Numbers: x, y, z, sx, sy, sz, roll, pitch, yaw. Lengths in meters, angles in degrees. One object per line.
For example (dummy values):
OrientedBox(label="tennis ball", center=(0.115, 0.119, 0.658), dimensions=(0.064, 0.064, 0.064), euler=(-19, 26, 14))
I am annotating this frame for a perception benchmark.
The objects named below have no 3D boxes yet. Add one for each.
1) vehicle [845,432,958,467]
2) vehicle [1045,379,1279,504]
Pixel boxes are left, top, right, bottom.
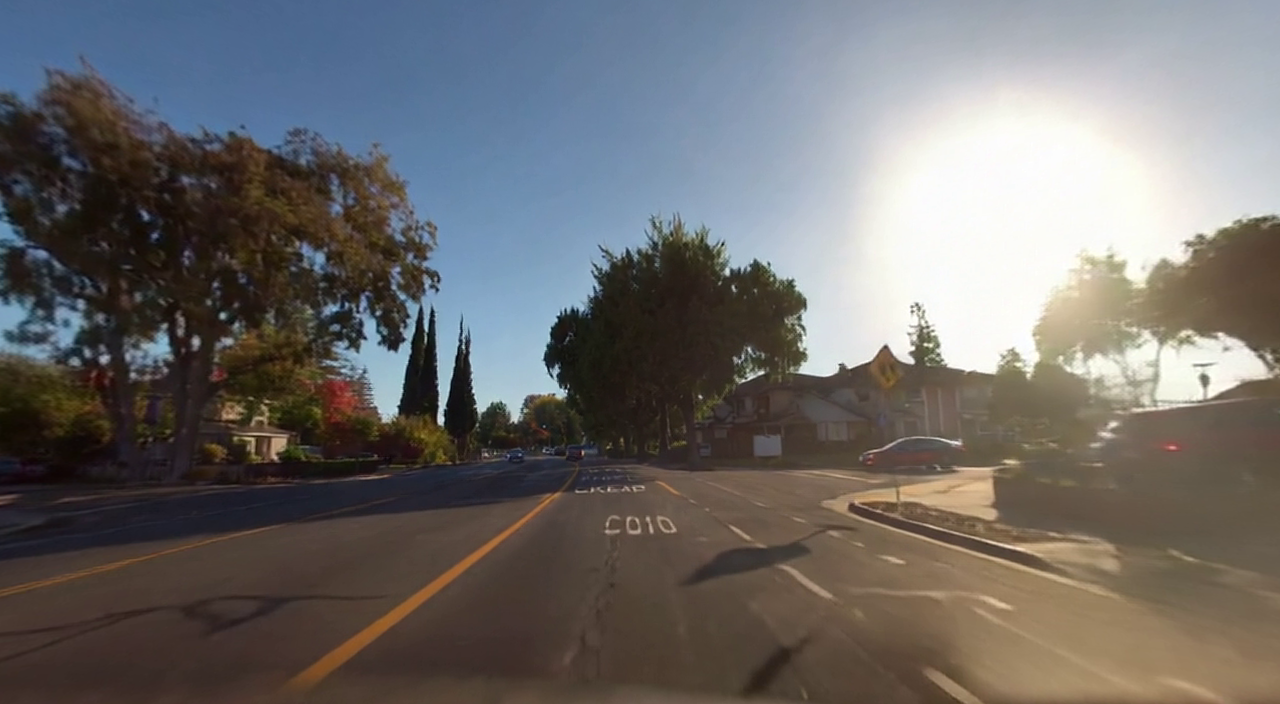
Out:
OrientedBox(label="vehicle", center=(12.892, 4.838, 31.361), dimensions=(4.702, 1.661, 1.977), euler=(0, -8, 0))
OrientedBox(label="vehicle", center=(11.533, 1.690, 11.950), dimensions=(5.949, 2.092, 2.570), euler=(0, -9, -1))
